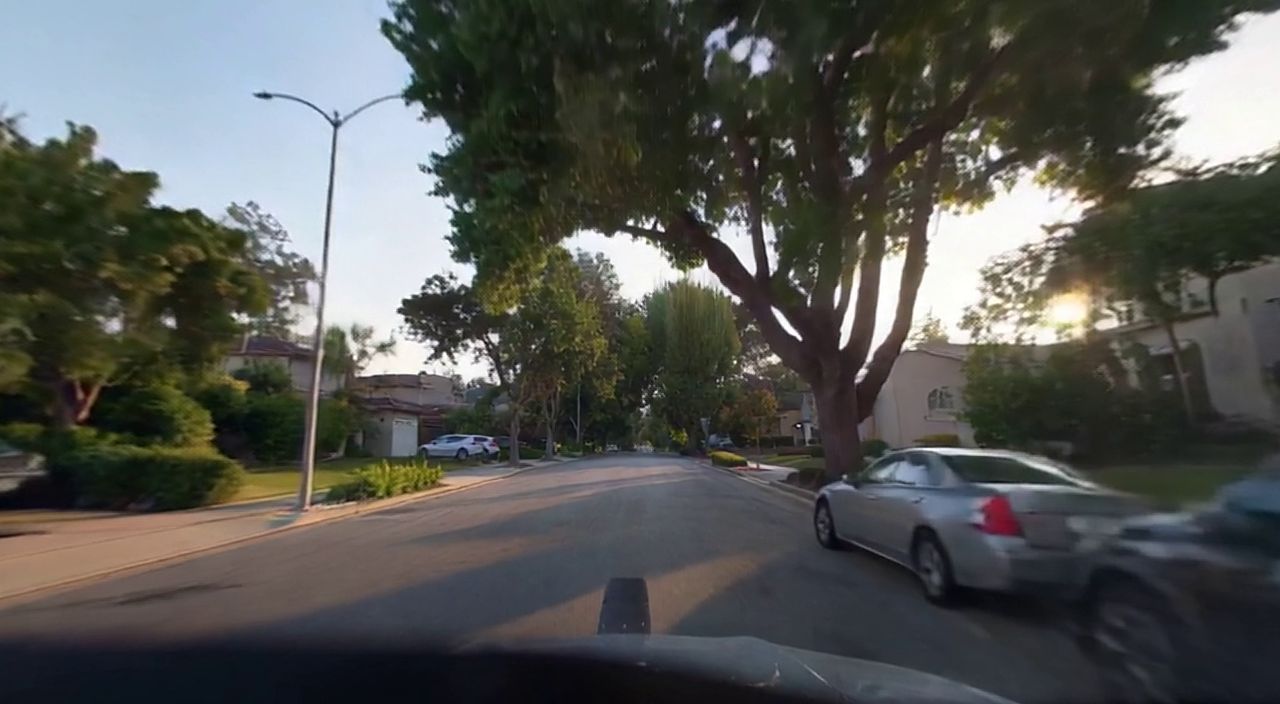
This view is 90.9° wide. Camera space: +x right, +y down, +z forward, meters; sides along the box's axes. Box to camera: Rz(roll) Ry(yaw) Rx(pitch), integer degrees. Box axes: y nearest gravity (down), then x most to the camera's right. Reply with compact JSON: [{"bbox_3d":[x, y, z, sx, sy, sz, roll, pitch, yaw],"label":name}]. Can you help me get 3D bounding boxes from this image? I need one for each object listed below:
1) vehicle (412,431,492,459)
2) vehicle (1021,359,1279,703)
[{"bbox_3d":[-13.037,6.490,44.010,4.796,1.864,2.328,-1,-8,2],"label":"vehicle"},{"bbox_3d":[3.476,0.799,1.647,2.046,1.760,4.570,0,-8,0],"label":"vehicle"}]
